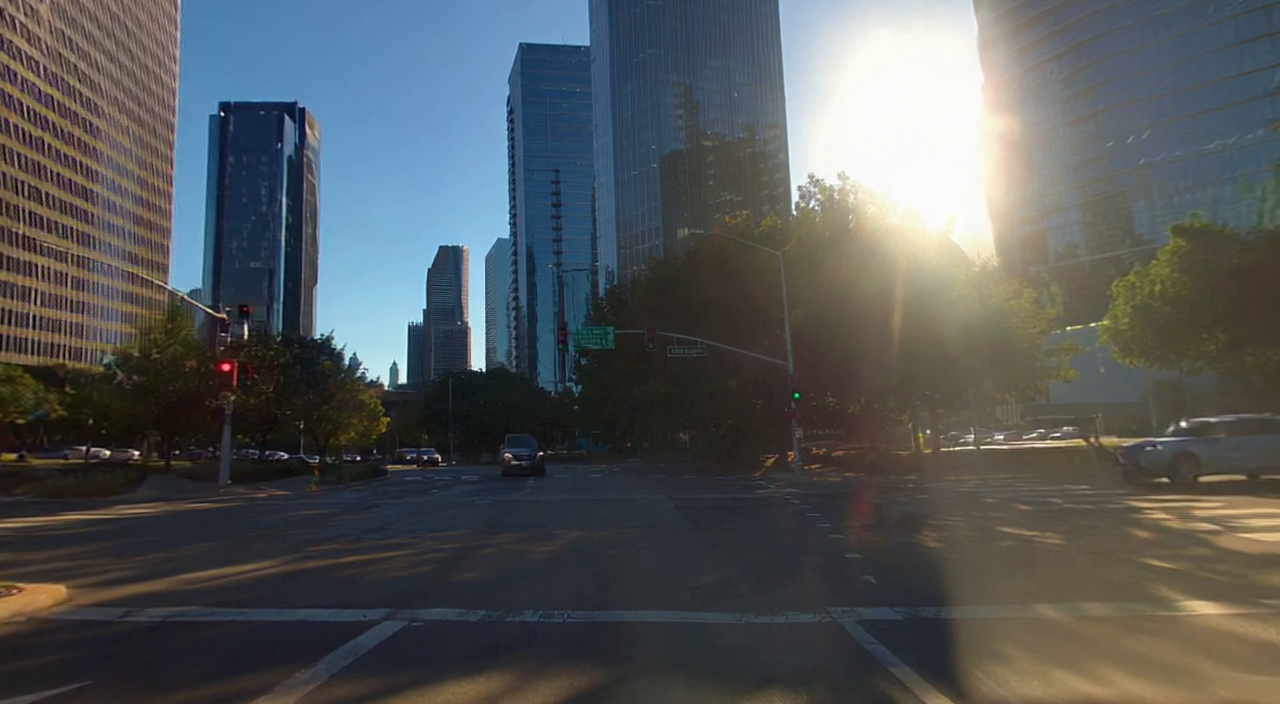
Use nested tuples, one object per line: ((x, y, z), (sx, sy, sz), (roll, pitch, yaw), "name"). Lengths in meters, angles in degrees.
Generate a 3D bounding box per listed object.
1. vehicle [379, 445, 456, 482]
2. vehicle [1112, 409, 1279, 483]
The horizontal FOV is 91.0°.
((-11.682, 5.864, 33.448), (2.069, 1.771, 4.947), (0, -9, 3), "vehicle")
((17.279, 2.760, 18.417), (5.315, 2.004, 1.977), (0, -9, -1), "vehicle")
